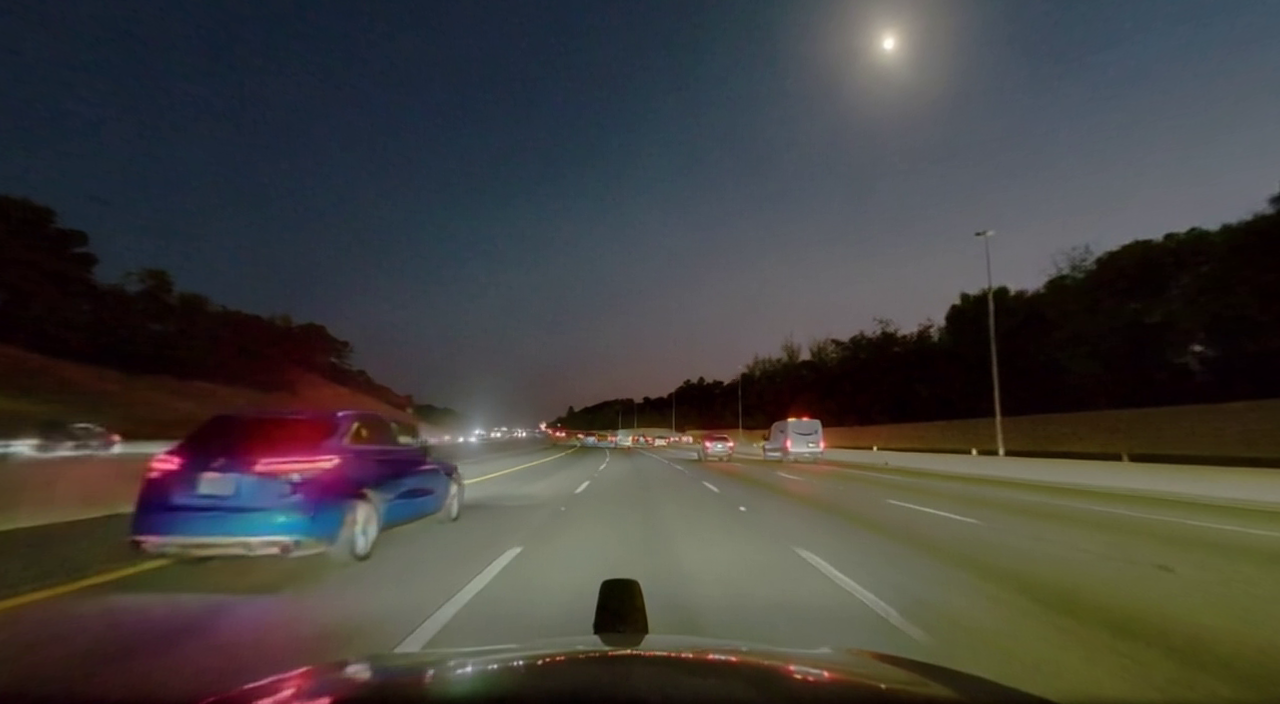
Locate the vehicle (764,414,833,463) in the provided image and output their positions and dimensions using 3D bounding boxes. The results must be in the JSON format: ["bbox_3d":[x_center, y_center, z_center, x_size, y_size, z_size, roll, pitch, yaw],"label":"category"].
[{"bbox_3d":[9.838,5.492,39.886,2.274,2.802,6.802,0,-8,-3],"label":"vehicle"}]

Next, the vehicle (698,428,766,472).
[{"bbox_3d":[3.819,4.164,26.995,2.141,1.732,4.279,0,-8,-2],"label":"vehicle"}]

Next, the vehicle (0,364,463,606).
[{"bbox_3d":[-4.277,1.451,7.895,2.331,1.884,5.787,0,-8,1],"label":"vehicle"}]
